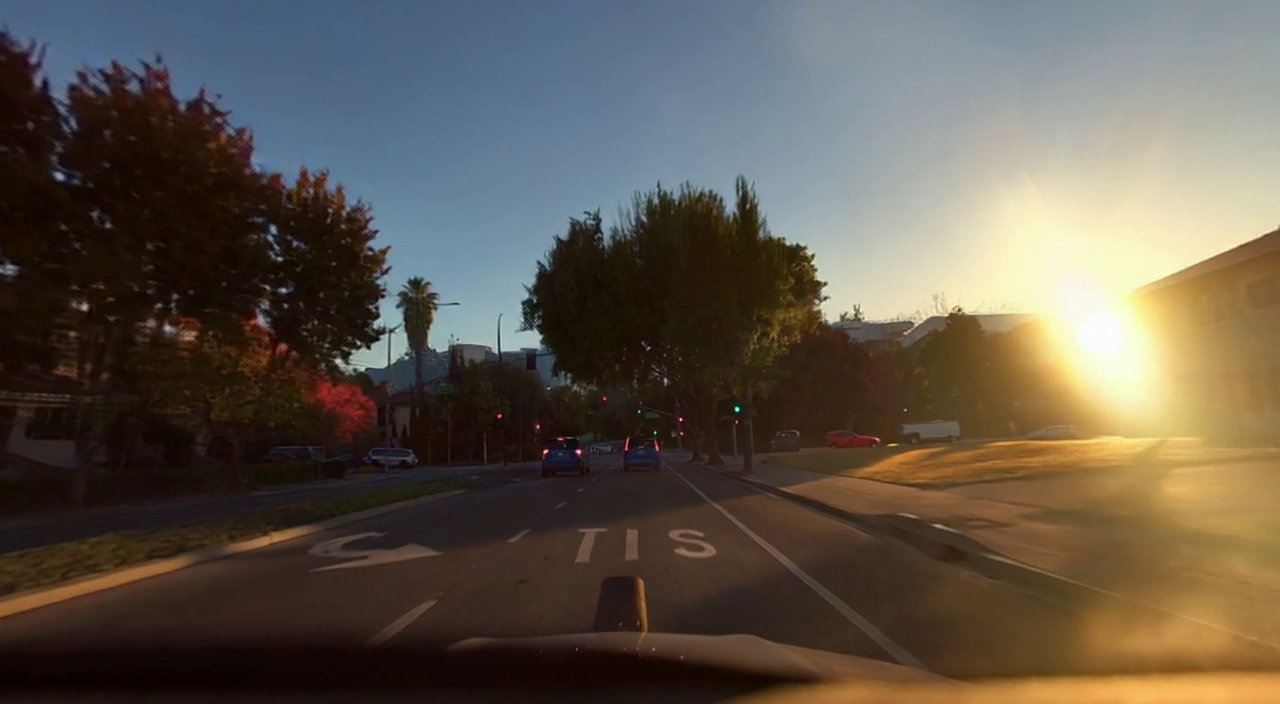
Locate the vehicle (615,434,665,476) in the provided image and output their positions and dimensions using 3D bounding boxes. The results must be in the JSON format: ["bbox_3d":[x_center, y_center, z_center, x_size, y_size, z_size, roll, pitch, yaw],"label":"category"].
[{"bbox_3d":[-0.056,4.653,28.913,2.088,1.735,4.801,0,-8,-1],"label":"vehicle"}]

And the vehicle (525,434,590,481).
[{"bbox_3d":[-3.253,4.268,25.913,2.097,1.755,4.336,0,-8,0],"label":"vehicle"}]
